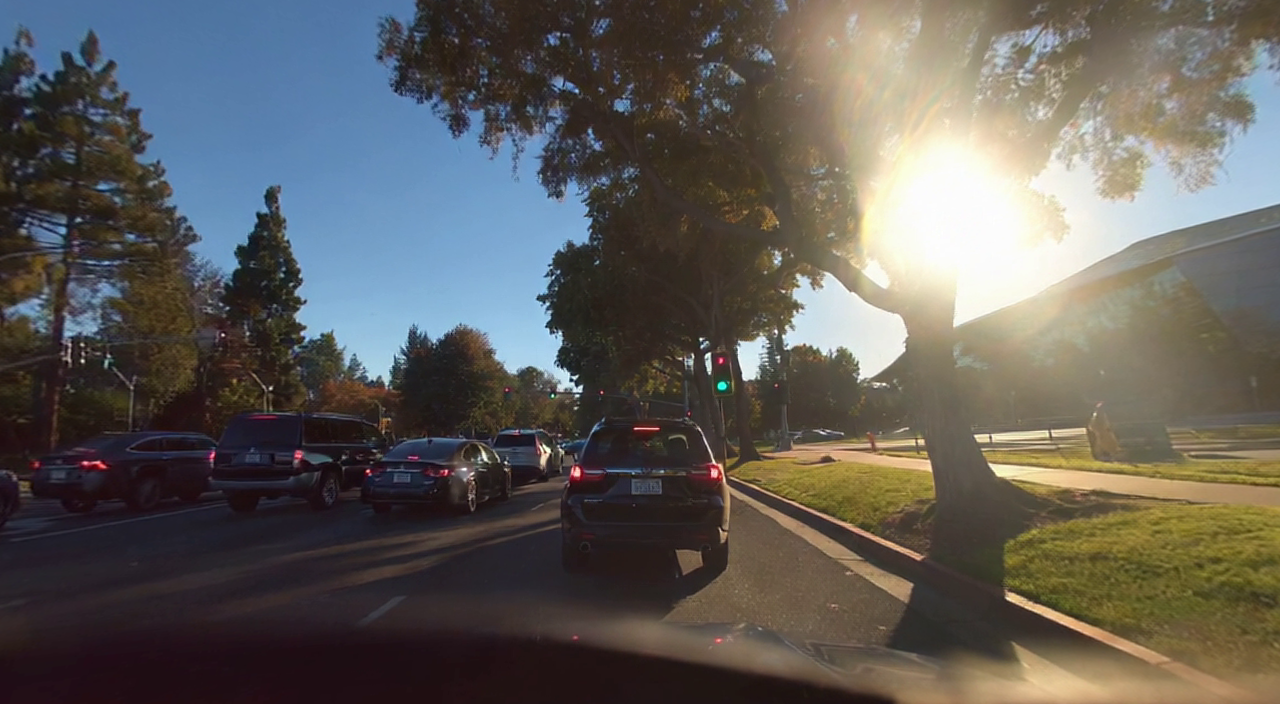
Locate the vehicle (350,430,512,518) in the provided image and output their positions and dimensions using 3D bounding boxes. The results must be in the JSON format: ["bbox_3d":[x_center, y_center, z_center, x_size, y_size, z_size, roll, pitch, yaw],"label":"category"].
[{"bbox_3d":[-4.082,2.451,13.200,1.942,1.523,4.212,0,-9,0],"label":"vehicle"}]

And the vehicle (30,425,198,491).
[{"bbox_3d":[-17.669,3.576,21.583,2.136,1.976,4.342,0,-9,-4],"label":"vehicle"}]

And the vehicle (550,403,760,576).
[{"bbox_3d":[0.108,1.674,8.415,2.055,1.681,4.270,0,-9,-1],"label":"vehicle"}]

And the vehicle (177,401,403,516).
[{"bbox_3d":[-7.398,2.345,14.237,2.195,2.093,5.185,0,-9,-2],"label":"vehicle"}]

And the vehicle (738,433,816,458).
[{"bbox_3d":[8.321,5.734,38.695,4.450,1.439,1.796,-1,-9,4],"label":"vehicle"}]
